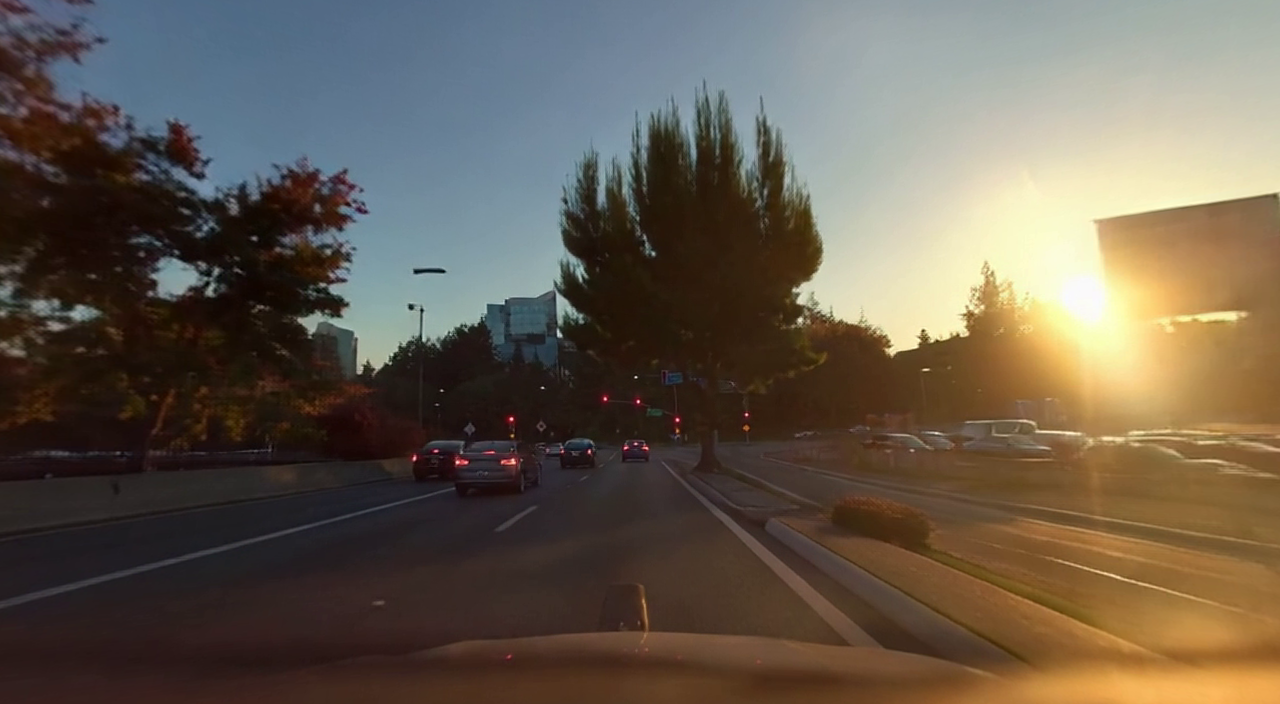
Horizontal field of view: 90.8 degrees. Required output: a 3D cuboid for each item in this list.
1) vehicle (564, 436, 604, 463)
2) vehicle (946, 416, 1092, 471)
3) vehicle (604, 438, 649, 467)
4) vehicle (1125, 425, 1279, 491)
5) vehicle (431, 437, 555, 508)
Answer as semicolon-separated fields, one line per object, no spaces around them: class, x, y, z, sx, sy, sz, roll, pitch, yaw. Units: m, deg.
vehicle;-3.702;6.562;42.560;2.144;1.732;4.279;0;-8;2
vehicle;14.973;3.613;24.949;5.394;1.994;2.228;4;-10;-26
vehicle;-0.681;5.407;34.128;2.231;1.481;4.489;0;-8;0
vehicle;14.906;2.675;16.194;4.505;1.472;2.020;4;-10;-26
vehicle;-3.416;2.889;15.703;1.920;1.480;4.549;0;-8;1
